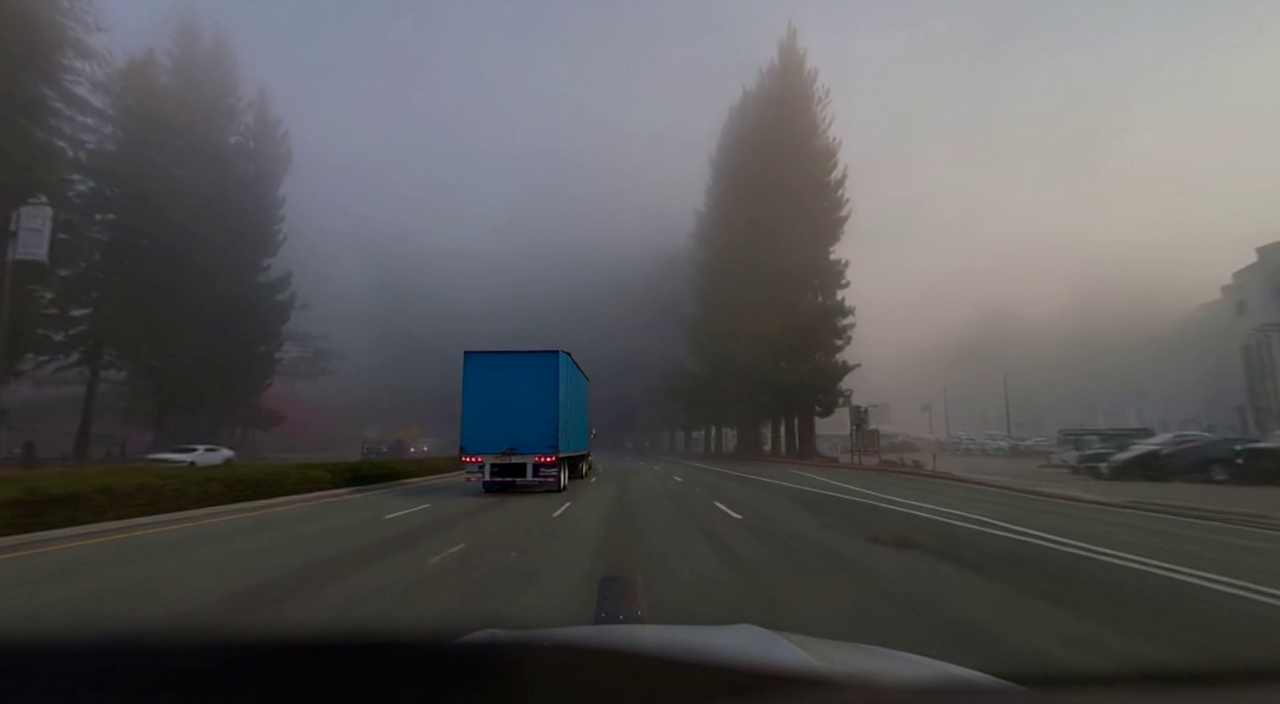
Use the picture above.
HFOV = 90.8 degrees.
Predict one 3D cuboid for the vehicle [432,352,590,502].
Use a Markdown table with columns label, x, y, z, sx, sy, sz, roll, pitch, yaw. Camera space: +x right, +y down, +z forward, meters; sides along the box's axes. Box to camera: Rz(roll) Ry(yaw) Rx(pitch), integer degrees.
| label | x | y | z | sx | sy | sz | roll | pitch | yaw |
| --- | --- | --- | --- | --- | --- | --- | --- | --- | --- |
| vehicle | -3.247 | 2.304 | 18.609 | 2.910 | 3.419 | 8.376 | 0 | -8 | 0 |

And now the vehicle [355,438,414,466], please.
| label | x | y | z | sx | sy | sz | roll | pitch | yaw |
| --- | --- | --- | --- | --- | --- | --- | --- | --- | --- |
| vehicle | -16.234 | 6.391 | 40.396 | 2.157 | 1.680 | 4.524 | 0 | -9 | -4 |

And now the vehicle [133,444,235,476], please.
| label | x | y | z | sx | sy | sz | roll | pitch | yaw |
| --- | --- | --- | --- | --- | --- | --- | --- | --- | --- |
| vehicle | -22.150 | 5.223 | 30.942 | 1.875 | 1.436 | 4.365 | 0 | -8 | -3 |
